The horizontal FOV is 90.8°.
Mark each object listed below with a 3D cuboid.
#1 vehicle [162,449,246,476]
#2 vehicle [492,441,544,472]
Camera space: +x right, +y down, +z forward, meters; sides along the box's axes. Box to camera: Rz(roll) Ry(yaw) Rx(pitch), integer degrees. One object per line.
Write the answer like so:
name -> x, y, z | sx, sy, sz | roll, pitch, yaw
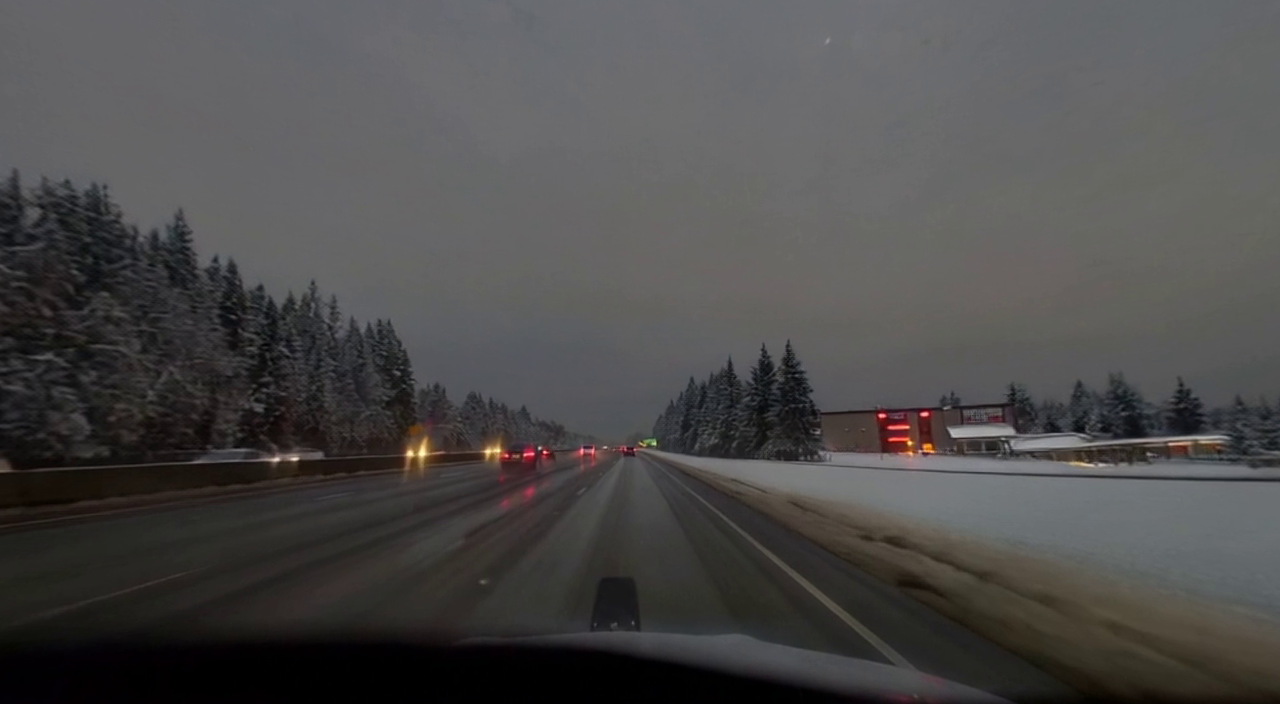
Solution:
vehicle -> -25.907, 6.565, 37.740 | 1.875, 1.469, 4.459 | 0, -9, 0
vehicle -> -6.911, 5.991, 36.391 | 2.016, 1.606, 4.806 | 0, -9, 0
